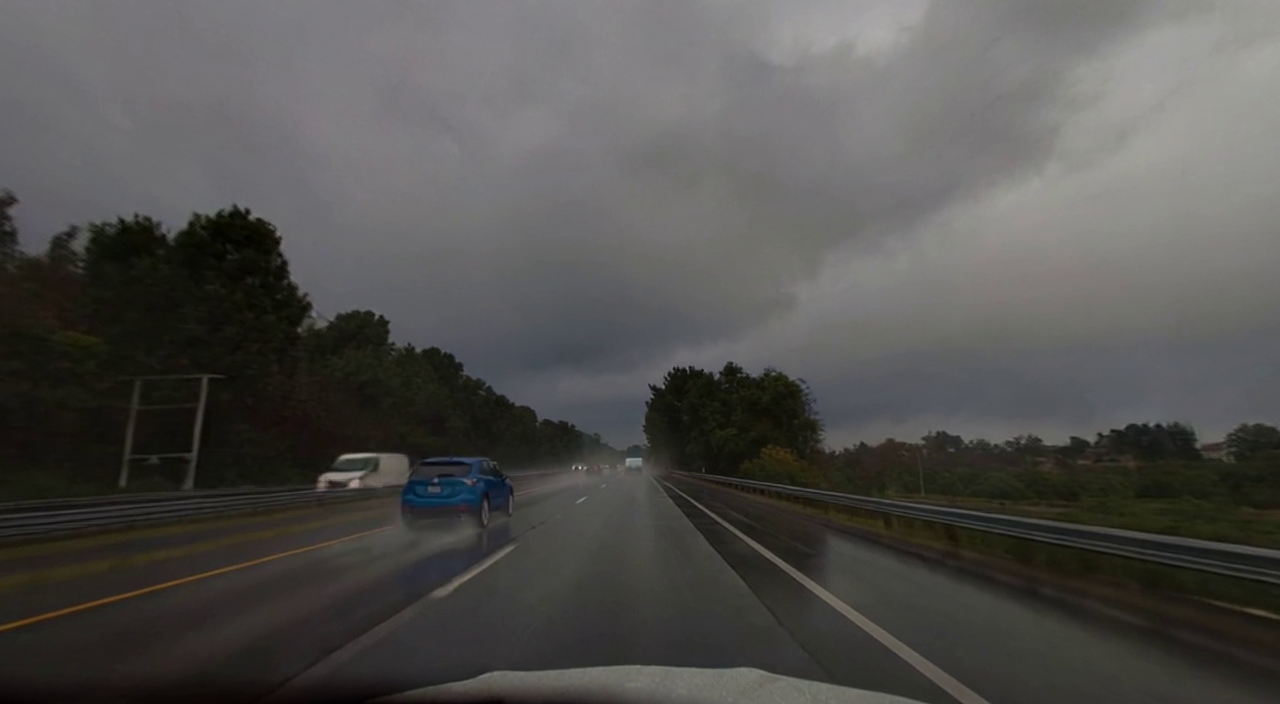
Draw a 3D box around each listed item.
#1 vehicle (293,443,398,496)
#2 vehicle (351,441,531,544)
[{"bbox_3d":[-13.537,5.490,29.483,2.322,2.195,5.350,1,-10,-1],"label":"vehicle"},{"bbox_3d":[-3.746,2.783,12.957,2.123,1.666,4.709,1,-10,0],"label":"vehicle"}]
